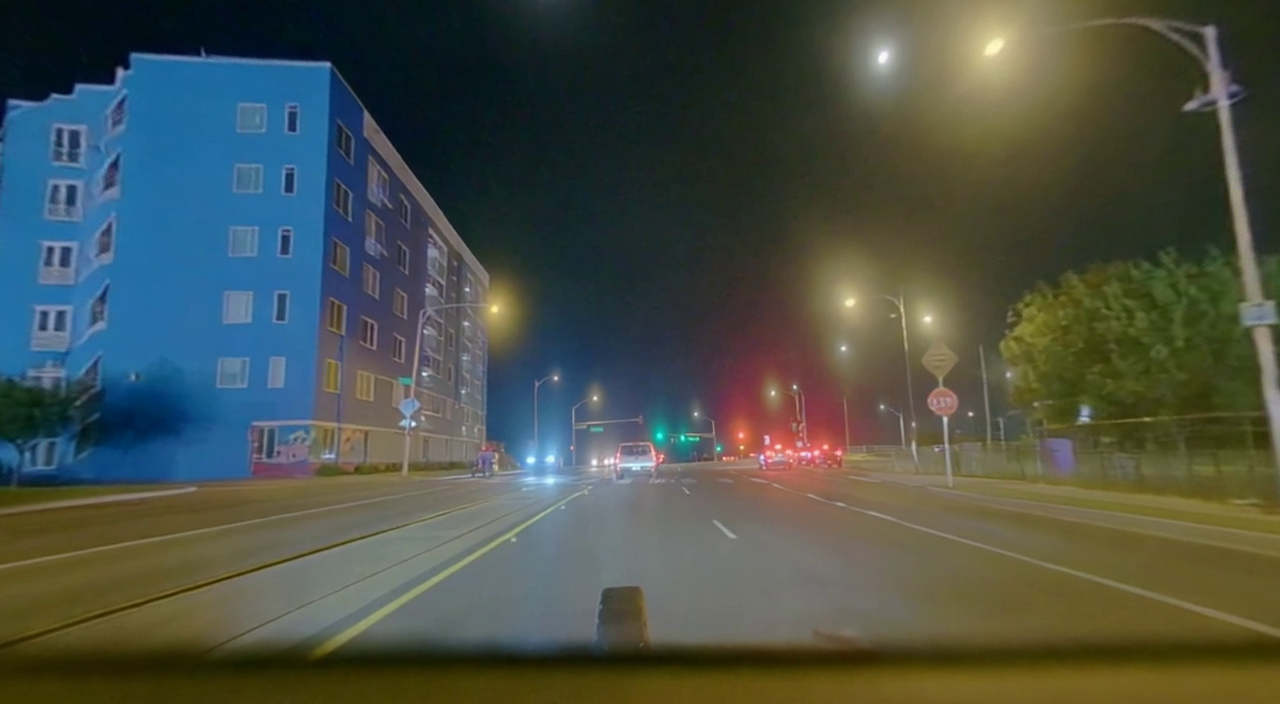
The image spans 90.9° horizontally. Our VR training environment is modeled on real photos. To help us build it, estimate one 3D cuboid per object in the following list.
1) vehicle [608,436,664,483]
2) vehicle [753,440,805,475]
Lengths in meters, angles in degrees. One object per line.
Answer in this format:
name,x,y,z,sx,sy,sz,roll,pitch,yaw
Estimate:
vehicle,-0.171,4.558,26.979,2.160,1.786,4.702,0,-9,0
vehicle,7.470,5.674,34.293,1.952,1.749,4.311,-1,-9,2
